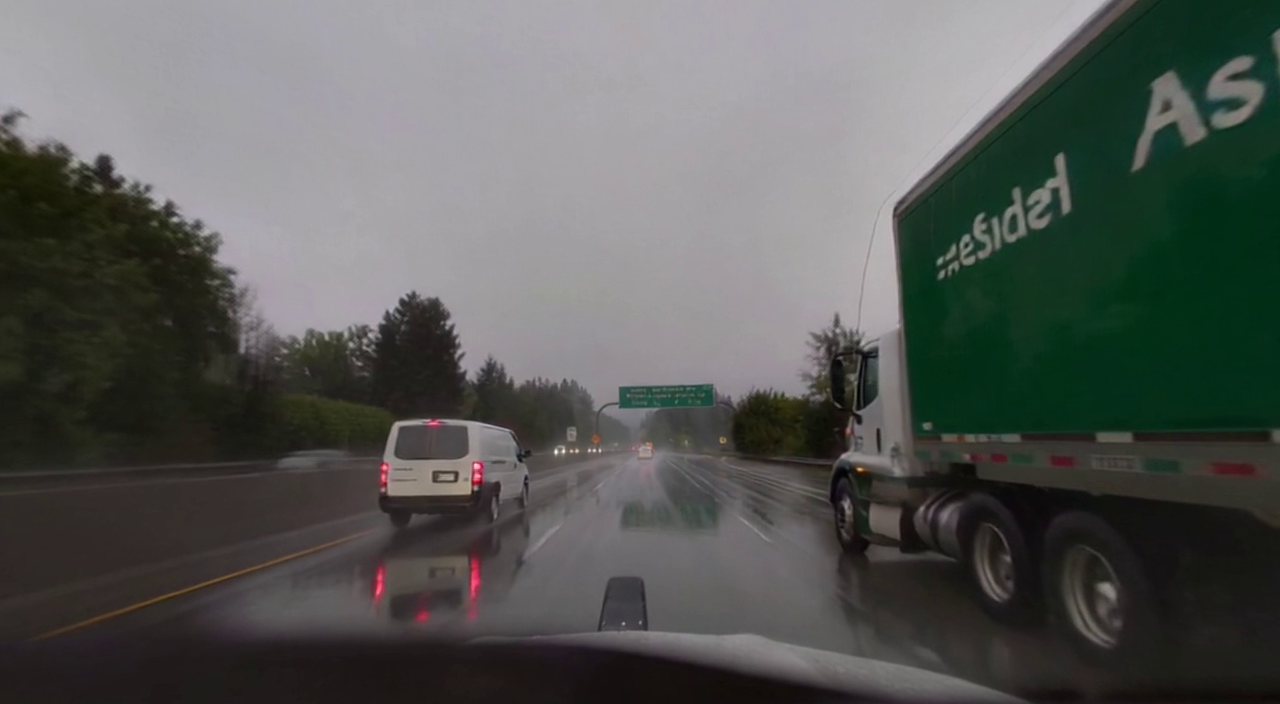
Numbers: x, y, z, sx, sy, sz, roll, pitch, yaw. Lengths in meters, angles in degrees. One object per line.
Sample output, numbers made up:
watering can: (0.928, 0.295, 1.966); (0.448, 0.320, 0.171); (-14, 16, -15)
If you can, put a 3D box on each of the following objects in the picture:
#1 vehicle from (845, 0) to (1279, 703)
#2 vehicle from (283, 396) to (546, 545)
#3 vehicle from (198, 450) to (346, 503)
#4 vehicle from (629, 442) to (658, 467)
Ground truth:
vehicle: (4.178, 0.056, 4.463); (3.007, 3.949, 7.005); (0, -9, 0)
vehicle: (-3.372, 1.995, 11.188); (2.572, 1.927, 5.803); (0, -9, -1)
vehicle: (-11.567, 3.912, 20.282); (2.025, 1.461, 4.592); (0, -9, 0)
vehicle: (0.230, 7.435, 45.794); (2.067, 1.690, 3.901); (0, -9, 0)
